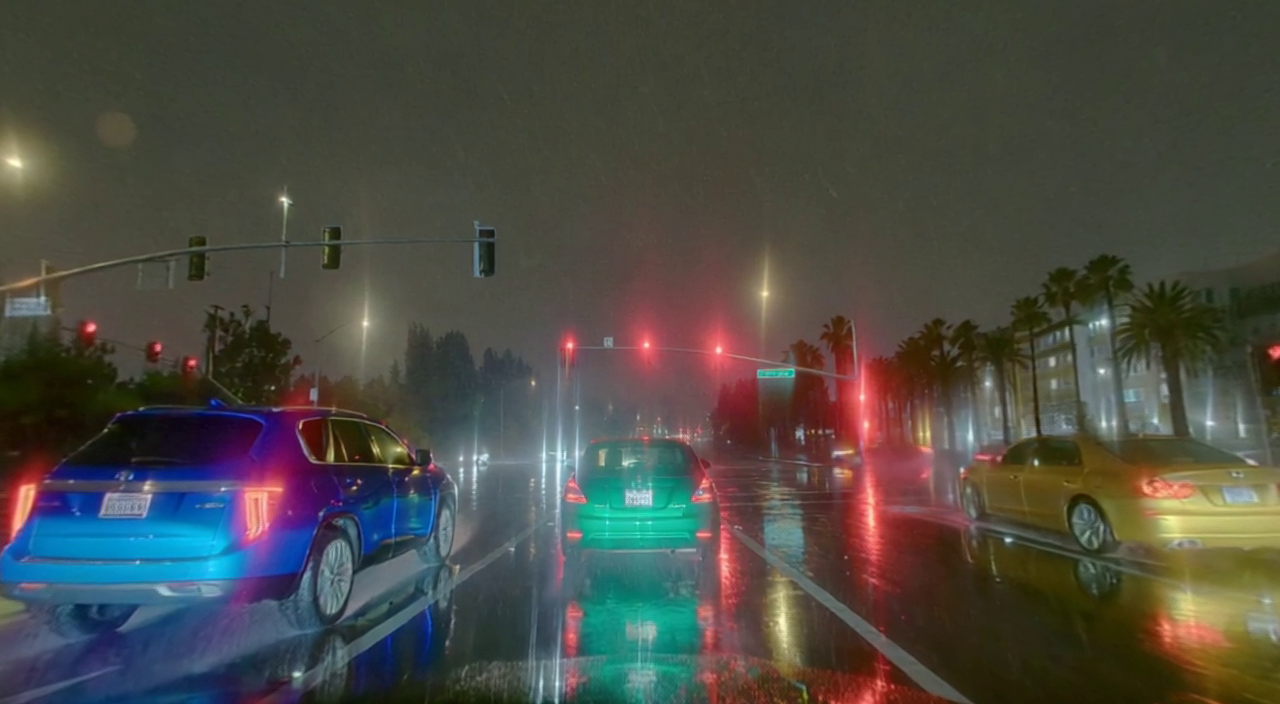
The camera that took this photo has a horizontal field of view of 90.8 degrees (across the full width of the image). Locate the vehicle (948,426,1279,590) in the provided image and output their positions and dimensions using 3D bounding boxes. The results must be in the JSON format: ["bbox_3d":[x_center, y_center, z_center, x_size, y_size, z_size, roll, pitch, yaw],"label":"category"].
[{"bbox_3d":[6.088,1.761,8.087,1.970,1.489,4.482,0,-8,-1],"label":"vehicle"}]

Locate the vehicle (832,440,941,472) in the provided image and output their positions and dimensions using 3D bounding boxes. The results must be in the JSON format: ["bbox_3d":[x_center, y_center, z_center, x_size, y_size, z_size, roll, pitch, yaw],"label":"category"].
[{"bbox_3d":[12.510,5.305,32.278,4.705,1.560,1.887,0,-8,0],"label":"vehicle"}]

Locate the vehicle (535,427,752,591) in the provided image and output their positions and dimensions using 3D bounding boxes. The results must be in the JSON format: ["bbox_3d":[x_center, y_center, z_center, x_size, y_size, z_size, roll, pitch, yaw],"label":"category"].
[{"bbox_3d":[-0.001,1.706,7.717,1.942,1.445,3.973,0,-8,-1],"label":"vehicle"}]

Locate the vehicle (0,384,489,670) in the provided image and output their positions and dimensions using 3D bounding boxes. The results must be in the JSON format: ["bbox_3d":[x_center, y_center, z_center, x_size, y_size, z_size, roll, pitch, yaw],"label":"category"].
[{"bbox_3d":[-3.101,1.367,6.068,2.051,1.682,4.467,0,-8,2],"label":"vehicle"}]

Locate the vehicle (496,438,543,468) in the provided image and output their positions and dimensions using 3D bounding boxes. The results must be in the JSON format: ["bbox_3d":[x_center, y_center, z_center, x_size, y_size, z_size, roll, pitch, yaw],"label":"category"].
[{"bbox_3d":[-7.936,6.697,42.030,2.130,1.810,4.450,-2,-8,1],"label":"vehicle"}]
